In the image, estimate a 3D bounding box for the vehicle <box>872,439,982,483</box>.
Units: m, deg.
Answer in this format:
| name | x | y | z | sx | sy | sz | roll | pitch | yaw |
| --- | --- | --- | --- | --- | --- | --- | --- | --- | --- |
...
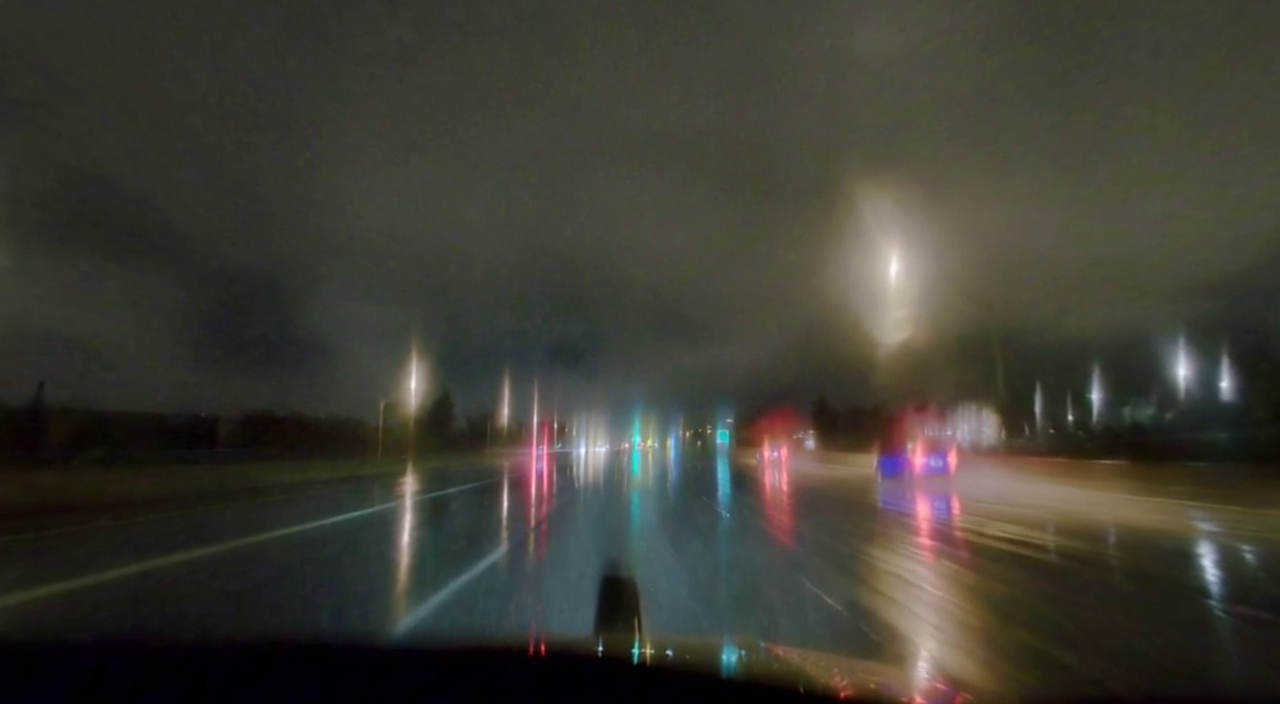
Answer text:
| name | x | y | z | sx | sy | sz | roll | pitch | yaw |
| --- | --- | --- | --- | --- | --- | --- | --- | --- | --- |
| vehicle | 10.685 | 4.081 | 23.938 | 1.985 | 1.493 | 4.486 | 0 | -8 | -1 |
